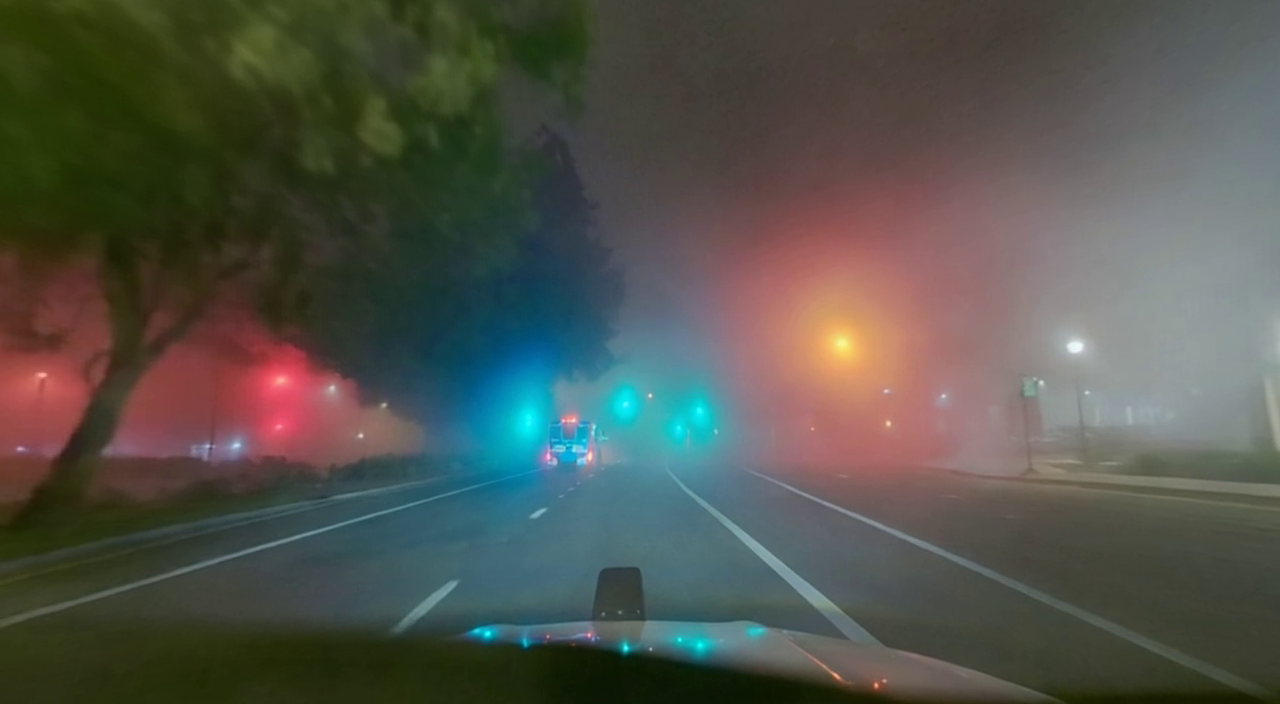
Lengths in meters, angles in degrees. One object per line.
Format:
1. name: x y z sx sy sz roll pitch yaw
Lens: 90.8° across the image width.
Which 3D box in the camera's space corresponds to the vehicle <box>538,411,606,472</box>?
1. vehicle: -3.264 4.508 31.863 2.633 2.787 5.796 0 -8 2
